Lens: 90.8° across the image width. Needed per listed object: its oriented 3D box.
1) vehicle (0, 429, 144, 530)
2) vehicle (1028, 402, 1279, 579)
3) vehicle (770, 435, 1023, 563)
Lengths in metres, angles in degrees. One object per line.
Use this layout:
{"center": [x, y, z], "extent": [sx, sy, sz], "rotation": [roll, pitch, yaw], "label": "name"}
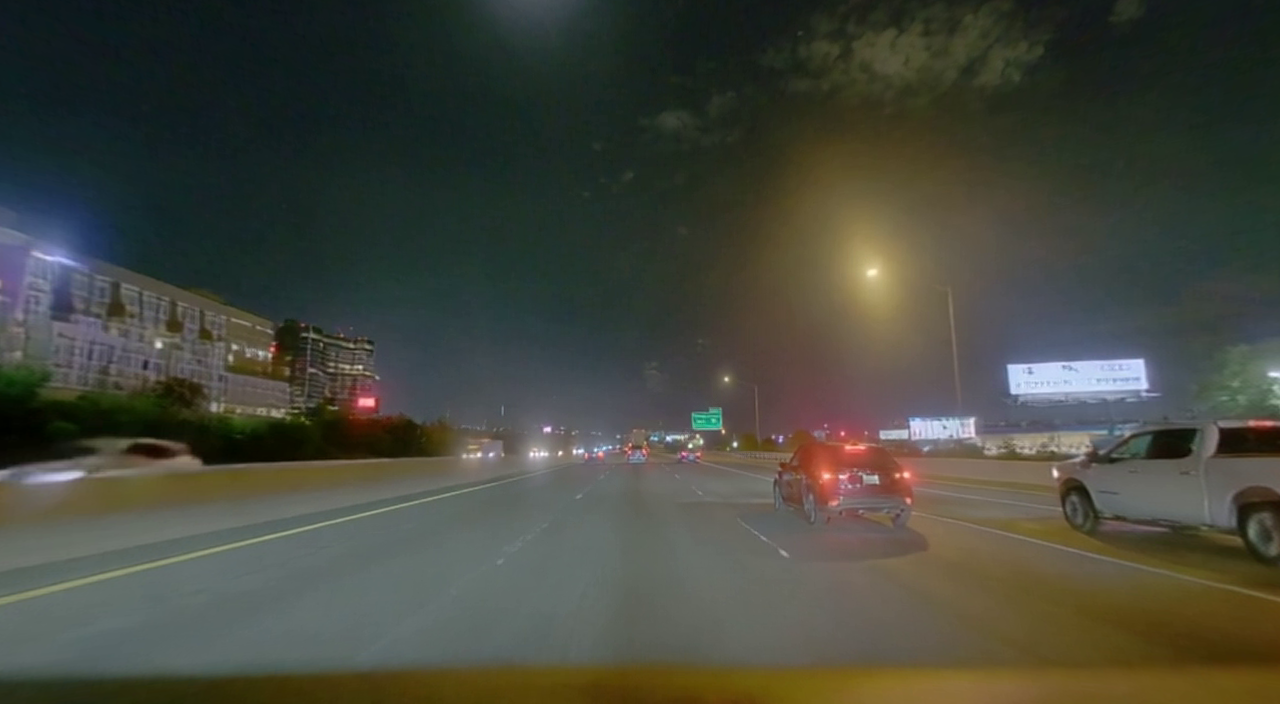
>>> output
{"center": [-11.445, 2.113, 10.508], "extent": [2.031, 1.625, 5.415], "rotation": [0, -9, -1], "label": "vehicle"}
{"center": [7.614, 1.666, 8.047], "extent": [2.176, 1.793, 4.841], "rotation": [0, -9, -1], "label": "vehicle"}
{"center": [3.542, 2.114, 9.876], "extent": [1.987, 1.509, 4.512], "rotation": [0, -9, -1], "label": "vehicle"}
